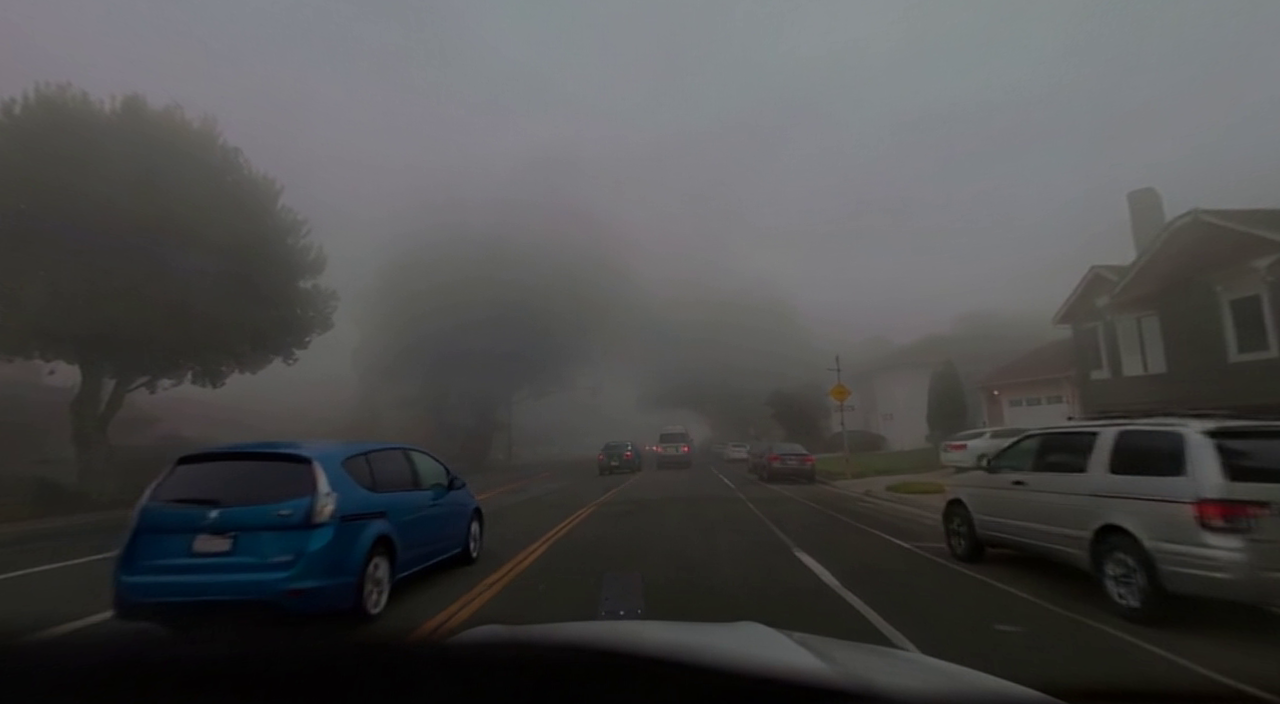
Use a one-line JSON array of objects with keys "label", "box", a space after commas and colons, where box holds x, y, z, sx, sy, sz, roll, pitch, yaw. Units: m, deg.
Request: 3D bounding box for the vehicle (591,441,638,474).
[{"label": "vehicle", "box": [-1.211, 5.244, 31.551, 1.986, 1.508, 4.261, -1, -8, 3]}]

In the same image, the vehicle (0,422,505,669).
[{"label": "vehicle", "box": [-2.979, 1.534, 6.207, 2.069, 1.510, 4.325, -1, -8, 4]}]

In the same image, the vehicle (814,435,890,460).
[{"label": "vehicle", "box": [13.050, 5.874, 39.034, 4.046, 1.450, 1.814, -1, -8, 4]}]

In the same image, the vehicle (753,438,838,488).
[{"label": "vehicle", "box": [5.141, 3.726, 21.541, 1.964, 1.485, 4.454, -1, -8, 3]}]

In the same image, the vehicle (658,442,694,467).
[{"label": "vehicle", "box": [2.197, 6.399, 39.587, 2.081, 1.475, 4.361, 0, -8, 2]}]

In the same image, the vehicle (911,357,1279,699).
[{"label": "vehicle", "box": [4.386, 1.235, 5.530, 2.069, 1.780, 4.480, 0, -8, 1]}]
